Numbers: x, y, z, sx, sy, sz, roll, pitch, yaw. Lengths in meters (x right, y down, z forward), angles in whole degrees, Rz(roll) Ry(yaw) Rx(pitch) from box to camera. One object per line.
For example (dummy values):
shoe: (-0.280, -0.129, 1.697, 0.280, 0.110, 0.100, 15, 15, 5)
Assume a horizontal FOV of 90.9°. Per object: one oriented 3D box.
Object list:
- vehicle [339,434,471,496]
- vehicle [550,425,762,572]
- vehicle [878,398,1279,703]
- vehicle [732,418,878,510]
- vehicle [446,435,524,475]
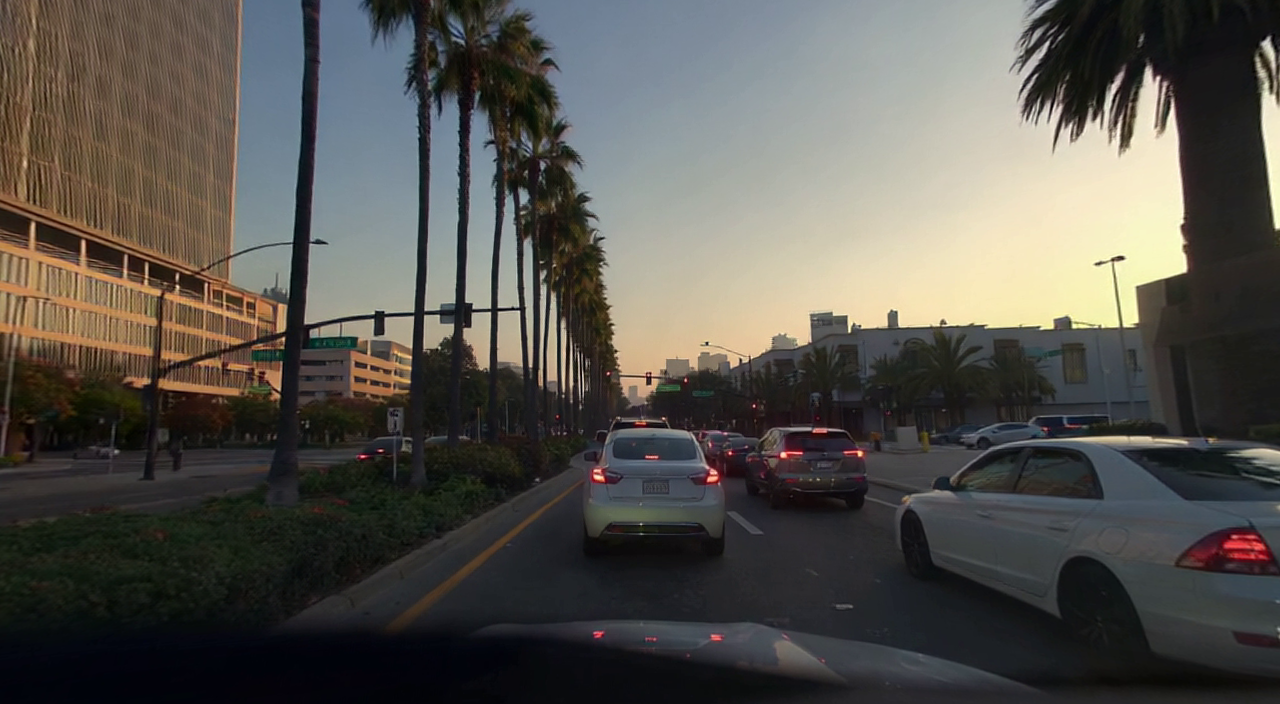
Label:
vehicle: (-6.266, 3.049, 17.396, 1.900, 1.487, 4.165, 0, -8, 2)
vehicle: (0.175, 1.787, 8.463, 2.140, 1.474, 4.026, 0, -8, 0)
vehicle: (3.541, 1.227, 4.492, 1.910, 1.490, 4.661, 0, -8, 1)
vehicle: (3.487, 2.472, 14.316, 2.169, 1.751, 4.276, 0, -8, 0)
vehicle: (-6.060, 4.094, 25.217, 1.822, 1.456, 4.396, 0, -8, 2)
